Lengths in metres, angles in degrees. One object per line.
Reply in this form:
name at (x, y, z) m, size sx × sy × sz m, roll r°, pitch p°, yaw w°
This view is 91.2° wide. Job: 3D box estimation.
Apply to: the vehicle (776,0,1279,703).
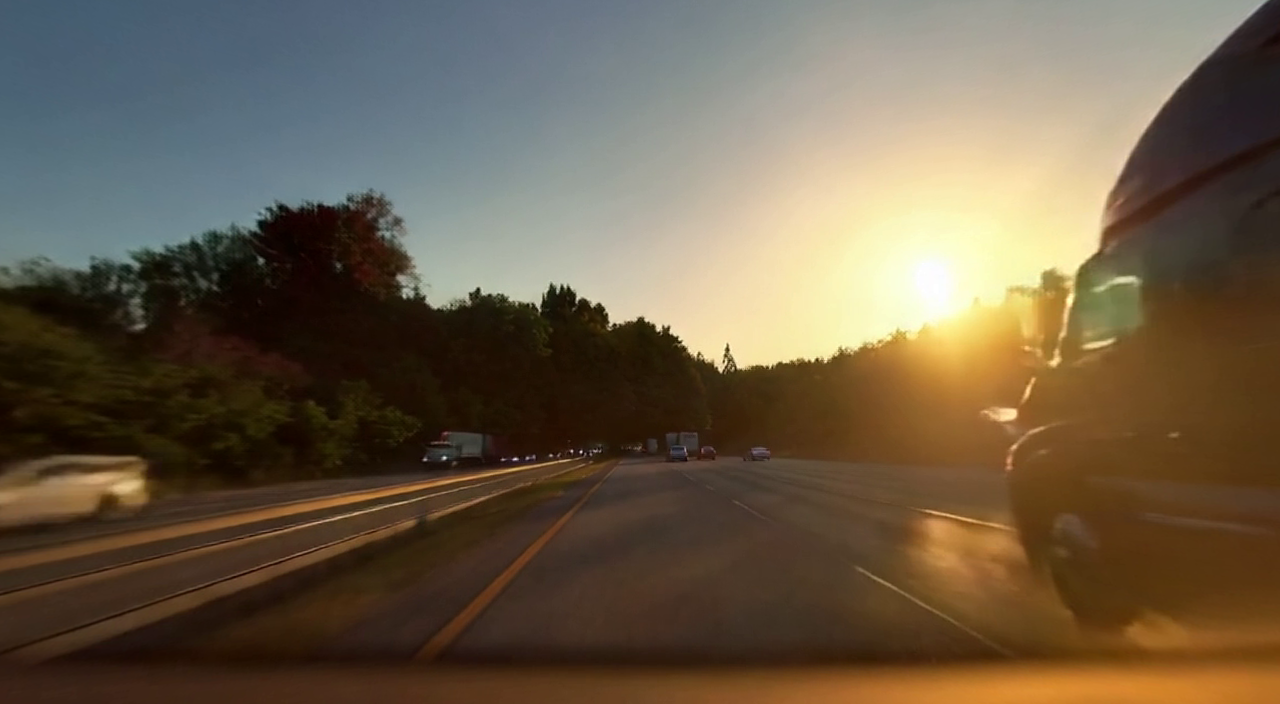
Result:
vehicle at (4.001, 0.221, 5.731) m, size 3.015 × 3.877 × 10.370 m, roll 0°, pitch -9°, yaw -1°
